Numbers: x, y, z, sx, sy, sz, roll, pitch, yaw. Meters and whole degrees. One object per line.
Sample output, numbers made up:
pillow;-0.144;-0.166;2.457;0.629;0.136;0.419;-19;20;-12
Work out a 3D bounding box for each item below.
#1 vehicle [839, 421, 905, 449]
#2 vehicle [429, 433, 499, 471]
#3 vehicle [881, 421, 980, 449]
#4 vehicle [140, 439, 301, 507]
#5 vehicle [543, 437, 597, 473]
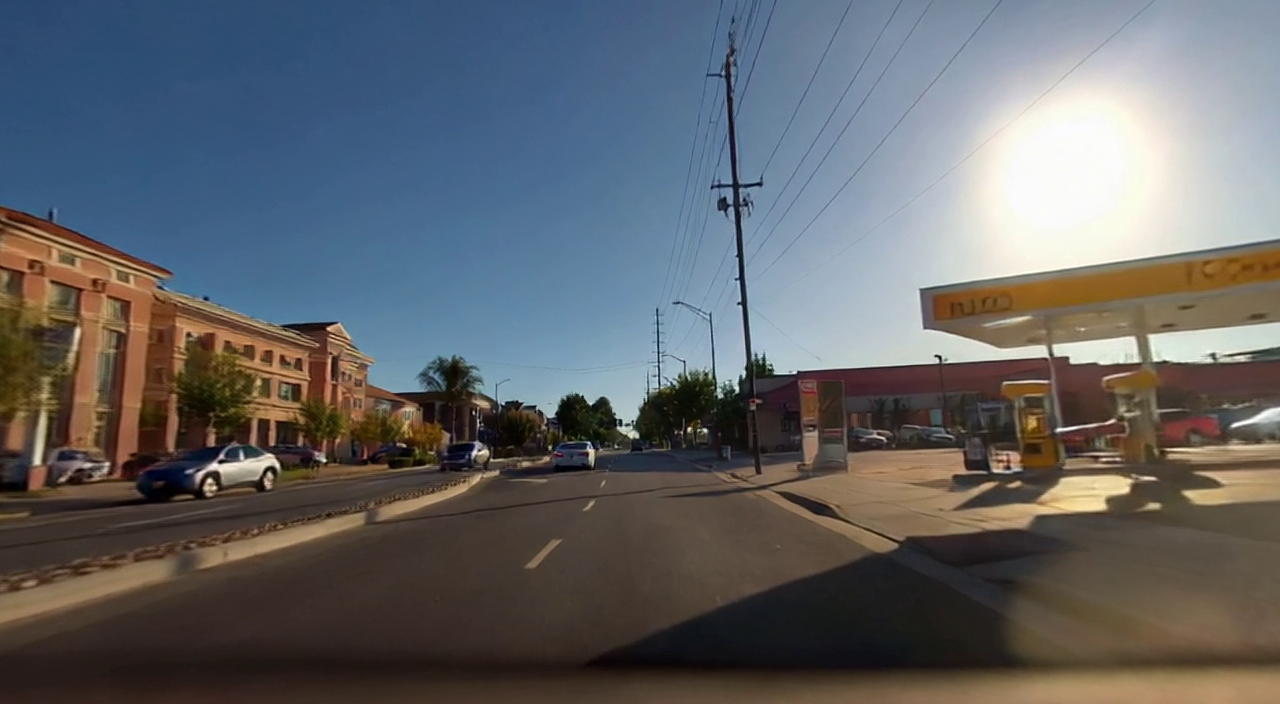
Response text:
vehicle;17.491;6.260;47.805;2.020;1.972;4.983;2;-7;-17
vehicle;-10.193;5.827;37.042;2.437;2.069;5.159;-1;-8;2
vehicle;17.414;5.006;37.971;4.943;1.646;2.072;0;-8;-2
vehicle;-14.968;4.274;22.958;2.353;2.144;4.847;-1;-8;2
vehicle;-3.151;4.730;29.154;2.073;1.525;3.968;0;-8;-1
